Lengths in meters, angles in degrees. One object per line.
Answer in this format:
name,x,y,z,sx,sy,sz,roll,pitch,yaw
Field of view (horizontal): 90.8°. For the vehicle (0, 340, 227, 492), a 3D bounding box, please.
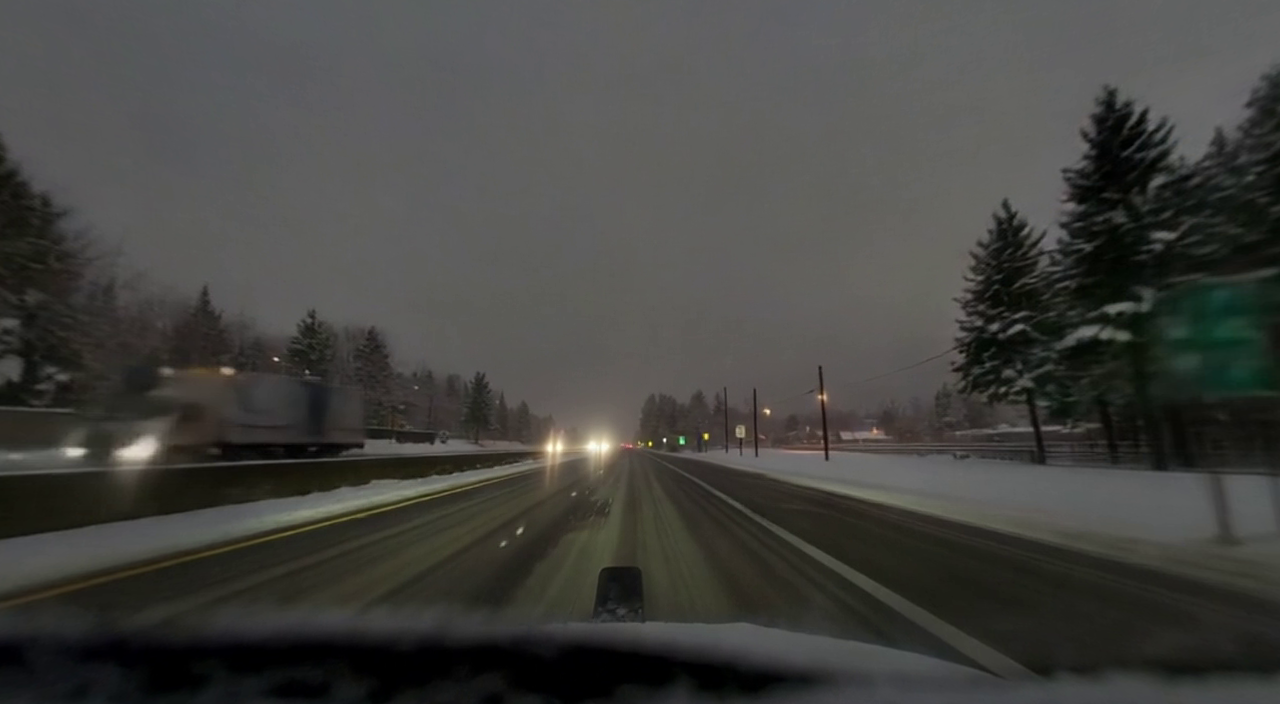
vehicle,-16.195,2.090,19.251,2.986,3.924,5.914,0,-9,-1
